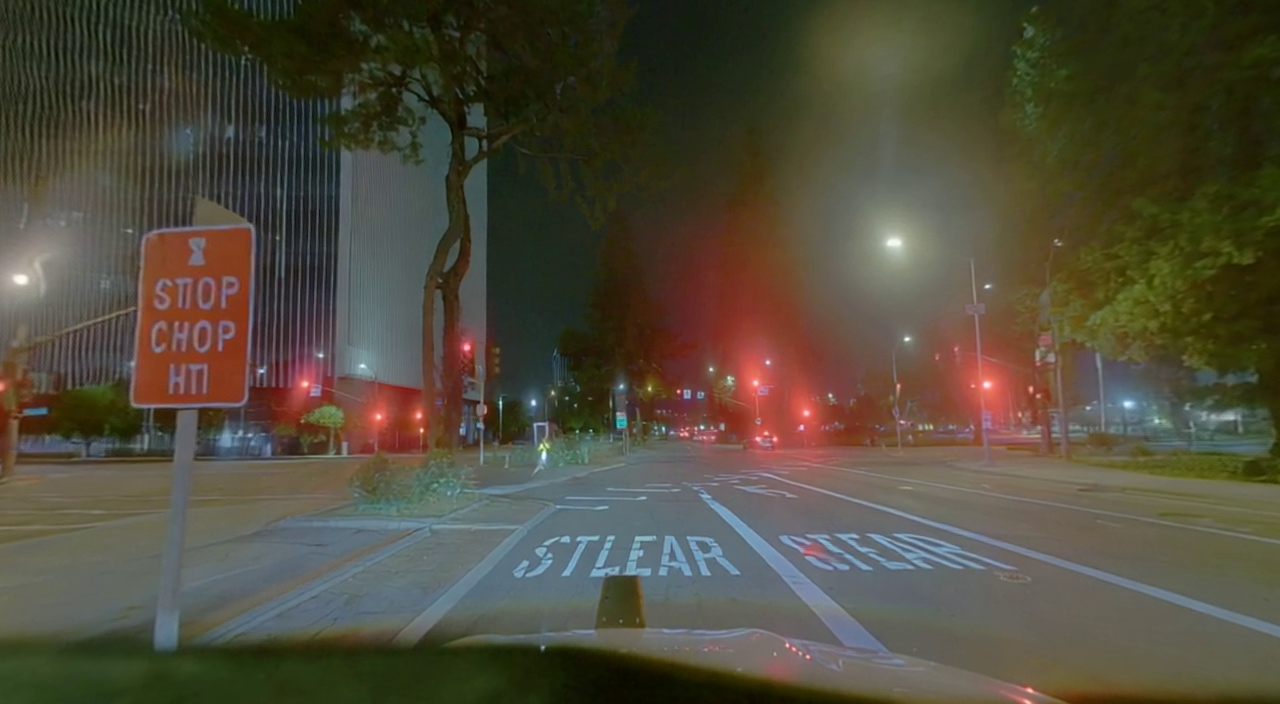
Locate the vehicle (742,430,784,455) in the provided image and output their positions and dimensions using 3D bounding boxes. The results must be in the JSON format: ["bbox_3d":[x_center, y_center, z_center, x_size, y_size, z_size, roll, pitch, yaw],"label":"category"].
[{"bbox_3d":[9.613,7.132,49.590,2.156,1.881,4.743,0,-8,-2],"label":"vehicle"}]
